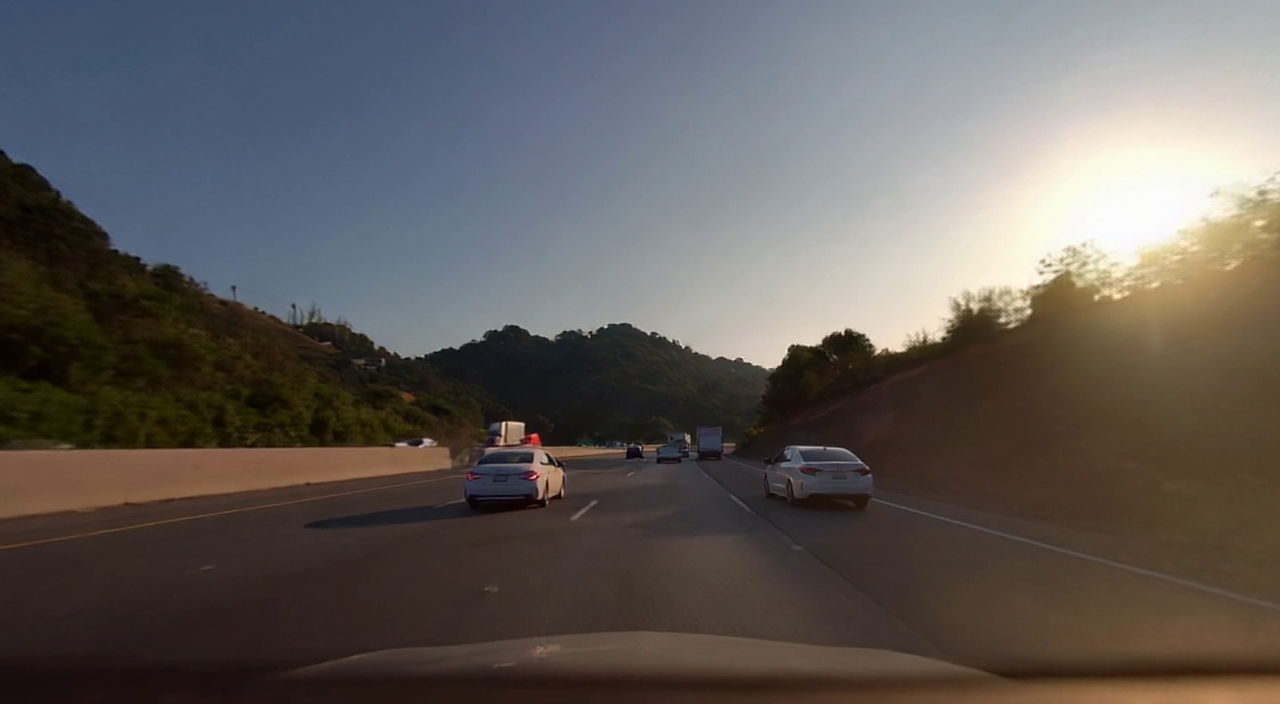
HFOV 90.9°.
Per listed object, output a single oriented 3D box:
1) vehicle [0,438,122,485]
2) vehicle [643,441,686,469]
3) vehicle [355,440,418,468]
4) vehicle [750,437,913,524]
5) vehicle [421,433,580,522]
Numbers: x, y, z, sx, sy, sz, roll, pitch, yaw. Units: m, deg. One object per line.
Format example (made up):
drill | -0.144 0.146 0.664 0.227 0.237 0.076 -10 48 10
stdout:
vehicle | -22.348 3.987 23.367 2.205 1.567 4.772 0 -8 1
vehicle | 1.369 5.669 34.853 2.202 1.467 3.929 -1 -9 3
vehicle | -14.946 6.011 37.423 1.908 1.527 4.242 0 -8 2
vehicle | 3.653 2.527 12.976 2.013 1.464 4.317 0 -9 1
vehicle | -2.614 2.499 13.180 2.031 1.491 4.792 -1 -8 2
